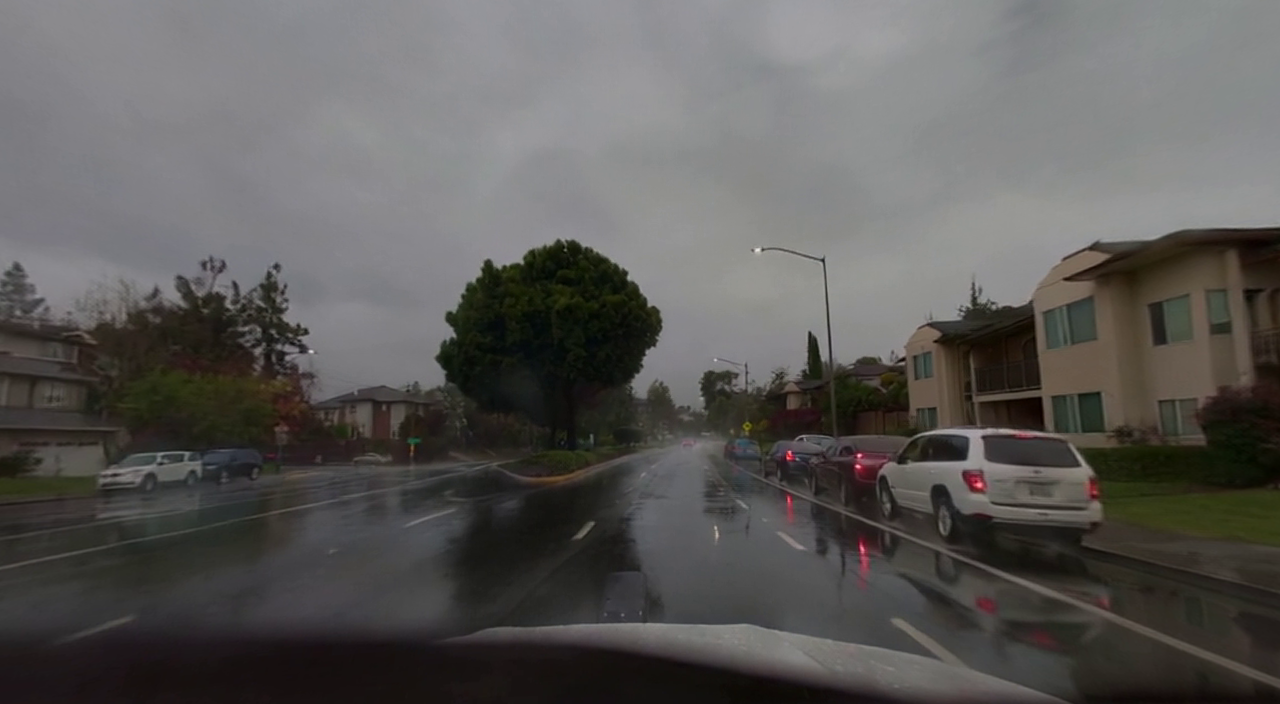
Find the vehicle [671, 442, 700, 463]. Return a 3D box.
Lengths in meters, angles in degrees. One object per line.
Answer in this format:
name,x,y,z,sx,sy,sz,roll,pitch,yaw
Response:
vehicle,3.425,7.435,46.688,2.011,1.480,4.170,-1,-8,5

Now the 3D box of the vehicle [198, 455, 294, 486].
vehicle,-21.533,6.479,34.717,1.909,1.451,4.757,-1,-8,4

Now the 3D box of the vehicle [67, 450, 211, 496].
vehicle,-22.273,5.361,28.356,2.060,1.814,5.097,-1,-8,3

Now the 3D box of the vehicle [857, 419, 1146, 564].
vehicle,4.892,1.915,9.382,2.011,1.649,4.001,0,-8,2
